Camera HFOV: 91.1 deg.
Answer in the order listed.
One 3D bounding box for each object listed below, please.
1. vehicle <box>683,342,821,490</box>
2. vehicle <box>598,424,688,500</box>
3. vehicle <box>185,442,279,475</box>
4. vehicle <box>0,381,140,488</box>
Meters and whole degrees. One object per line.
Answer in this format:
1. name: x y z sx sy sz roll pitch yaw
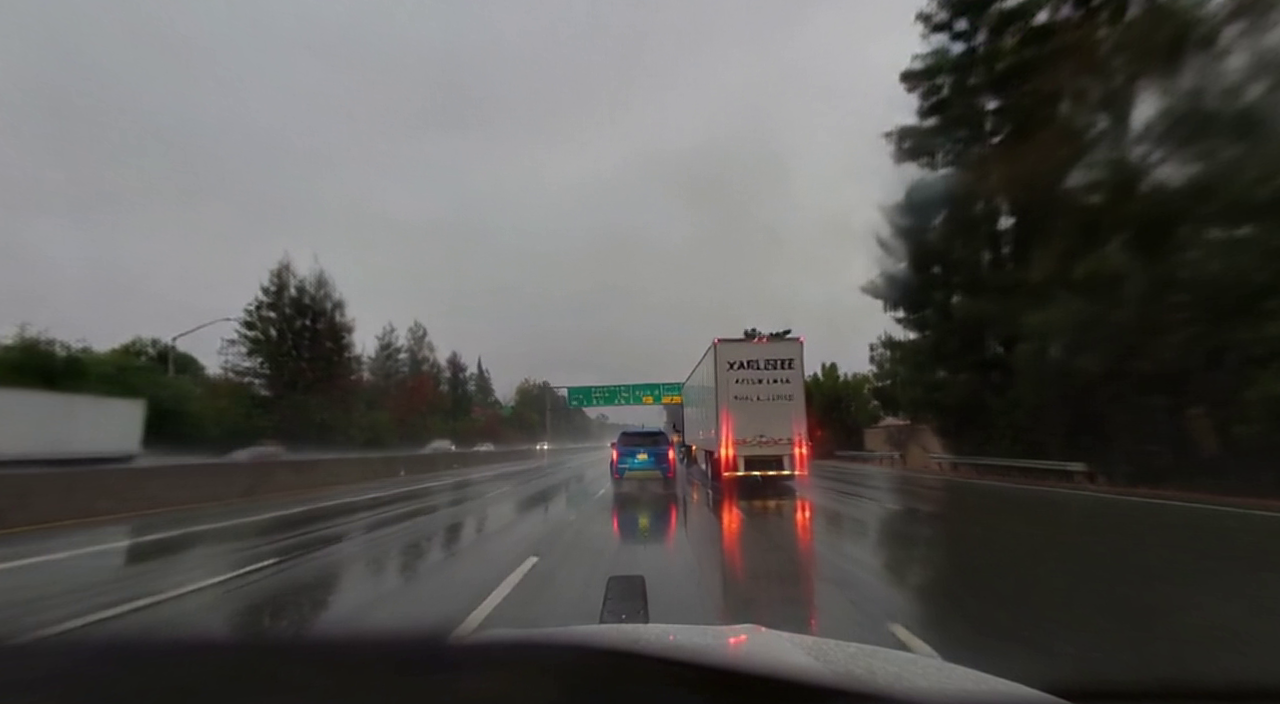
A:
1. vehicle: 3.652 2.934 25.545 2.909 4.135 15.820 0 -8 1
2. vehicle: 0.069 2.838 16.553 2.054 1.706 4.201 0 -8 0
3. vehicle: -21.953 5.721 34.022 1.933 1.640 4.625 0 -8 1
4. vehicle: -25.974 3.175 24.079 2.899 4.036 12.950 0 -8 0
